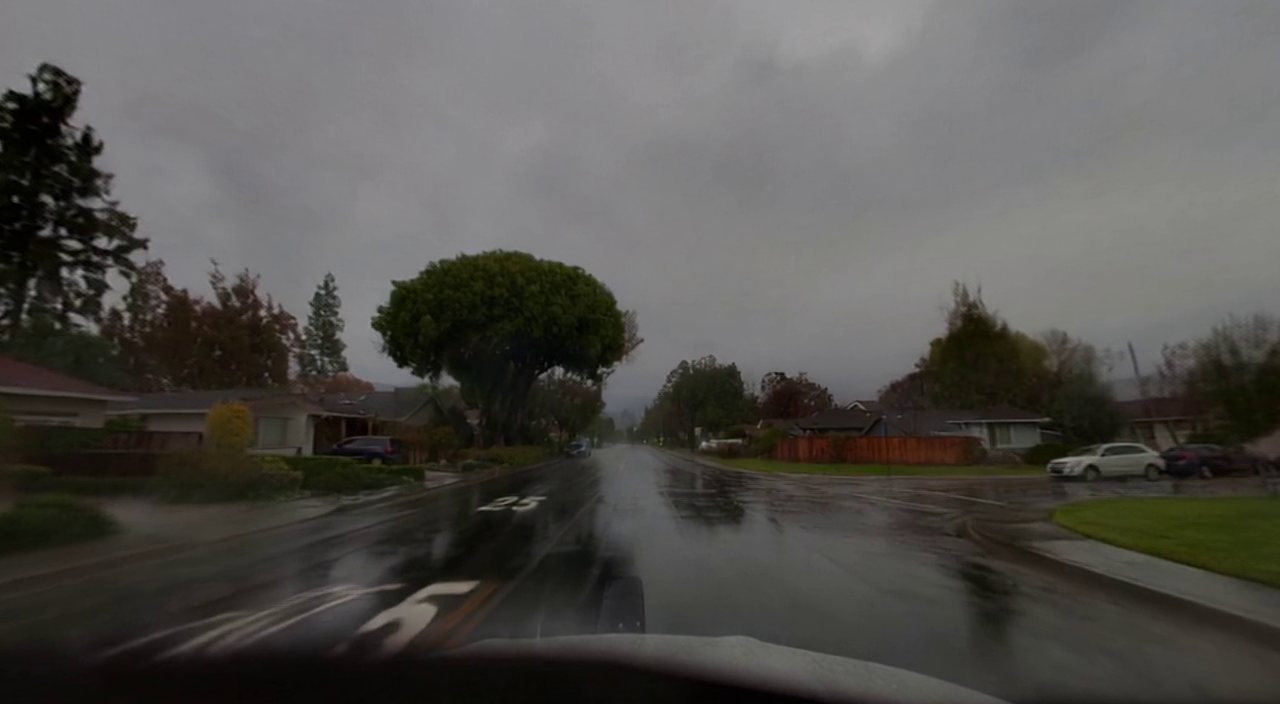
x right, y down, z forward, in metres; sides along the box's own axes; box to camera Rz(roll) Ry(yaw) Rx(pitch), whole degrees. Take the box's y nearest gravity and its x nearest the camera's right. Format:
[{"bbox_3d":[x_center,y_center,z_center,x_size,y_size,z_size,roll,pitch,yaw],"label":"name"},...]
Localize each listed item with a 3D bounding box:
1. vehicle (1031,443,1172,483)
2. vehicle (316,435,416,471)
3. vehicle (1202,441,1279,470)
[{"bbox_3d":[20.452,4.922,28.175,4.607,1.694,2.106,0,-9,-1],"label":"vehicle"},{"bbox_3d":[-13.127,4.856,30.406,3.921,1.629,1.832,0,-10,2],"label":"vehicle"},{"bbox_3d":[34.325,5.777,35.212,1.745,1.540,4.223,8,-12,-44],"label":"vehicle"}]
